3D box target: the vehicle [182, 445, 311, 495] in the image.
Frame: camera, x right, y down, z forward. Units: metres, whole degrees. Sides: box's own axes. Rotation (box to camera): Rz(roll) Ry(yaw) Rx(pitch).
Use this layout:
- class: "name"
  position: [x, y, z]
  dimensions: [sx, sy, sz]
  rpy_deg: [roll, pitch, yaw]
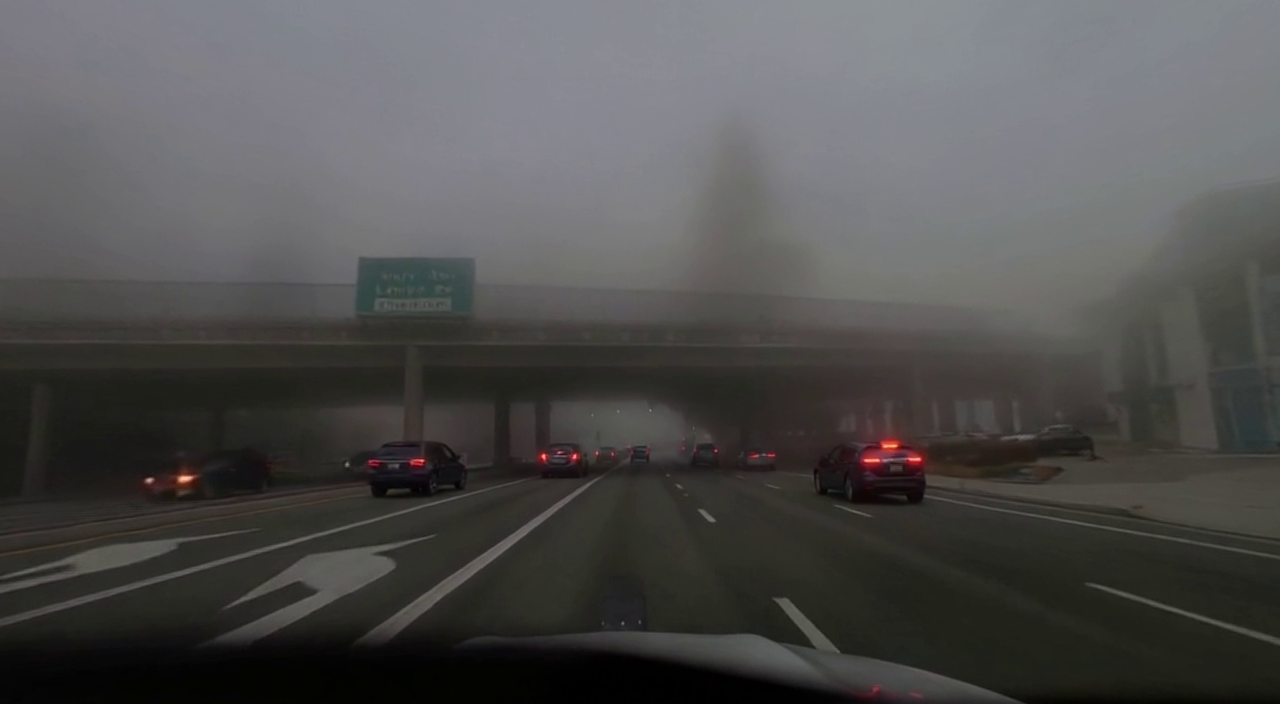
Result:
- class: "vehicle"
  position: [-15.181, 4.544, 24.621]
  dimensions: [2.015, 1.722, 4.640]
  rpy_deg: [0, -8, 0]

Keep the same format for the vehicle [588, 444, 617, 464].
- class: "vehicle"
  position: [-2.841, 7.886, 48.830]
  dimensions: [1.980, 1.491, 4.351]
  rpy_deg: [0, -8, 0]

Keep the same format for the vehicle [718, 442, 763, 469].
- class: "vehicle"
  position: [6.079, 6.300, 38.413]
  dimensions: [1.924, 1.527, 4.268]
  rpy_deg: [0, -8, -2]

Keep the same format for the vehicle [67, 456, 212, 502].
- class: "vehicle"
  position: [-18.764, 4.739, 23.833]
  dimensions: [1.906, 1.468, 4.331]
  rpy_deg: [0, -8, 0]

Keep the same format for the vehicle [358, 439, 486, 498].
- class: "vehicle"
  position: [-6.071, 3.280, 18.142]
  dimensions: [2.070, 1.488, 4.376]
  rpy_deg: [0, -8, 1]

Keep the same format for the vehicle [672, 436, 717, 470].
- class: "vehicle"
  position: [3.021, 5.737, 35.822]
  dimensions: [2.034, 1.762, 4.420]
  rpy_deg: [0, -8, -1]

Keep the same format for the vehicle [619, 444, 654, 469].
- class: "vehicle"
  position: [-0.216, 6.390, 38.748]
  dimensions: [2.026, 1.453, 3.780]
  rpy_deg: [0, -8, 0]

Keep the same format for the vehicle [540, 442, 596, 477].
- class: "vehicle"
  position: [-3.208, 4.907, 28.881]
  dimensions: [2.041, 1.466, 4.212]
  rpy_deg: [0, -8, 1]

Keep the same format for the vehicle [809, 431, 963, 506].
- class: "vehicle"
  position: [6.014, 2.878, 16.055]
  dimensions: [2.056, 1.624, 4.498]
  rpy_deg: [0, -8, -1]
